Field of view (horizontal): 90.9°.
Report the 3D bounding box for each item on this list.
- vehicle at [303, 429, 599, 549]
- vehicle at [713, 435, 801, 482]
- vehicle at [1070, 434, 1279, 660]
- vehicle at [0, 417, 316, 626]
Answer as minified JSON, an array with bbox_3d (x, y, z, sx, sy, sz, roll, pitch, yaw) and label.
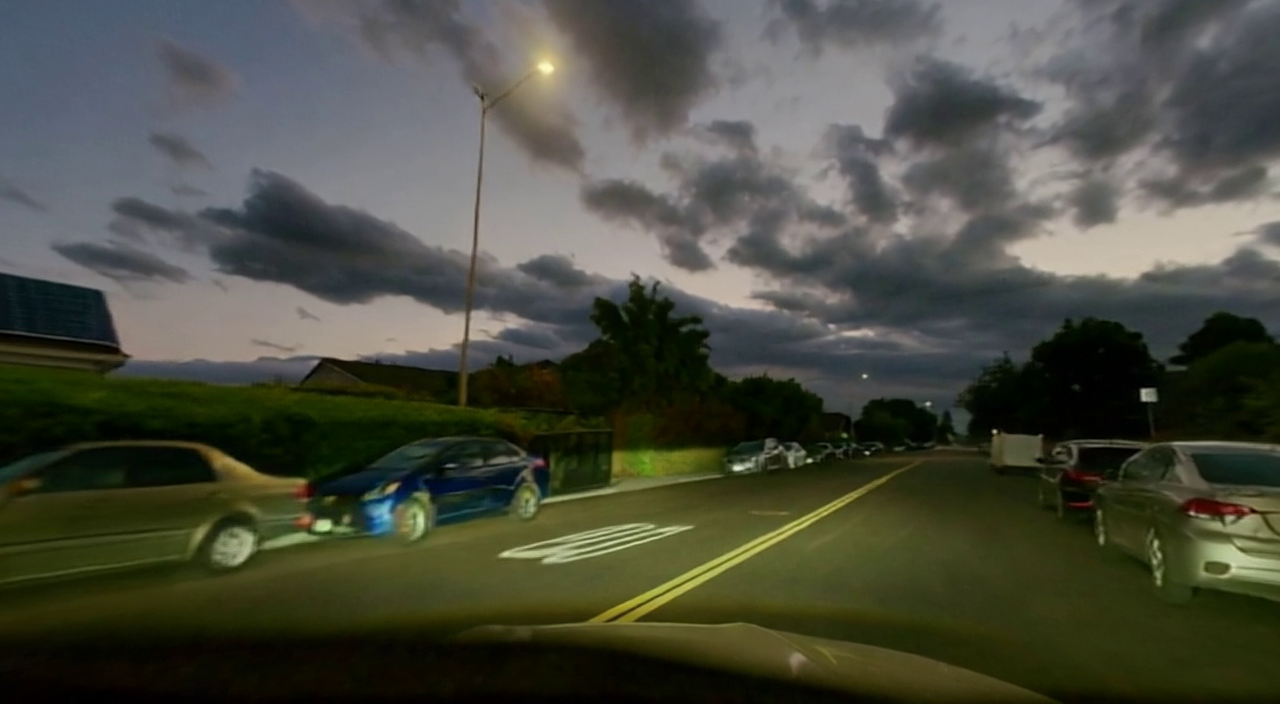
[{"bbox_3d":[-2.692,2.014,10.197,1.848,1.406,4.601,-6,-9,28],"label":"vehicle"},{"bbox_3d":[4.558,3.987,23.887,1.901,1.472,4.676,-8,-10,26],"label":"vehicle"},{"bbox_3d":[5.750,1.557,6.121,1.969,1.478,4.632,-4,-8,27],"label":"vehicle"},{"bbox_3d":[-5.190,1.370,5.444,1.805,1.488,3.838,-5,-10,27],"label":"vehicle"}]
